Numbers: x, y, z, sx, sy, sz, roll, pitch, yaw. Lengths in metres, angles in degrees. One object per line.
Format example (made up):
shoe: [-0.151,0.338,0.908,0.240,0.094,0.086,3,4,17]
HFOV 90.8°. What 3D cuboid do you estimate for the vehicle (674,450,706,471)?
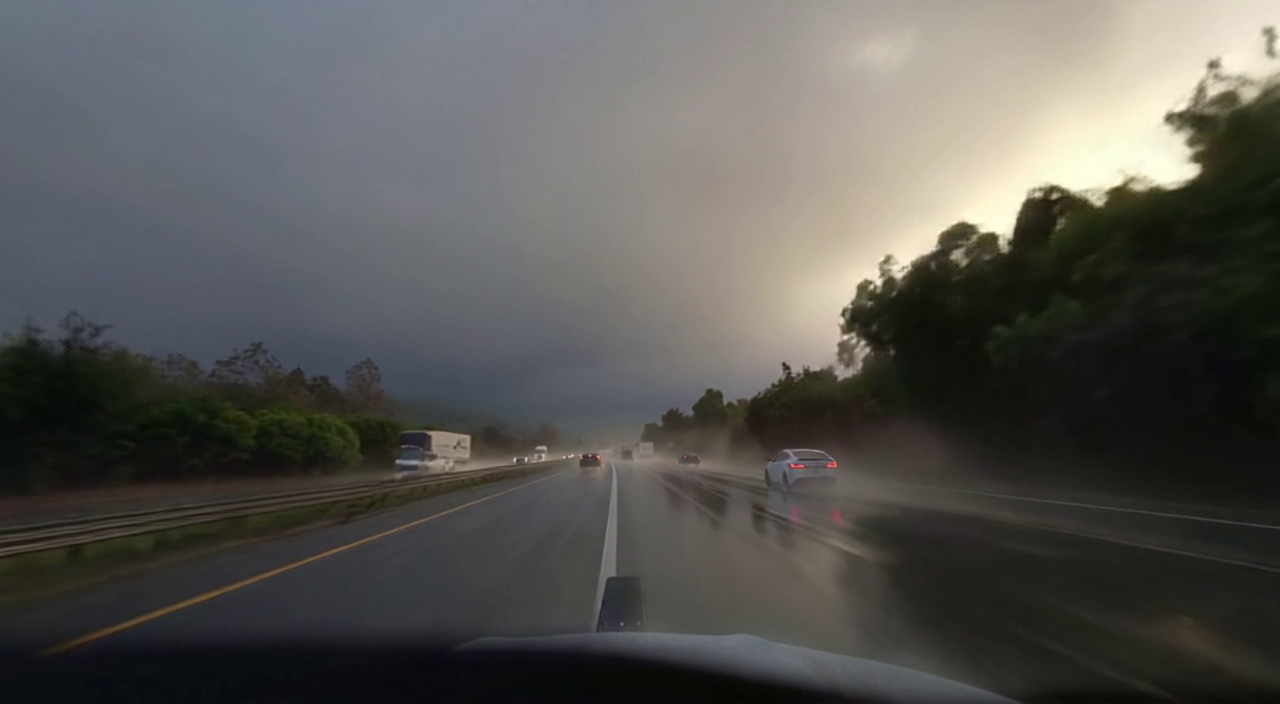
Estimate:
vehicle: [3.728,8.169,47.685,1.846,1.480,3.694,0,-9,-3]

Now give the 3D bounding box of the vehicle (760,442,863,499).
vehicle: [5.129,3.586,19.477,1.903,1.566,3.866,0,-9,-3]

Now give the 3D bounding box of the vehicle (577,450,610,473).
vehicle: [-3.104,7.383,42.767,2.021,1.507,4.272,0,-9,-2]

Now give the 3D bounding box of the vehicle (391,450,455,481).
vehicle: [-11.739,6.152,34.484,1.957,1.567,4.514,0,-9,-1]
